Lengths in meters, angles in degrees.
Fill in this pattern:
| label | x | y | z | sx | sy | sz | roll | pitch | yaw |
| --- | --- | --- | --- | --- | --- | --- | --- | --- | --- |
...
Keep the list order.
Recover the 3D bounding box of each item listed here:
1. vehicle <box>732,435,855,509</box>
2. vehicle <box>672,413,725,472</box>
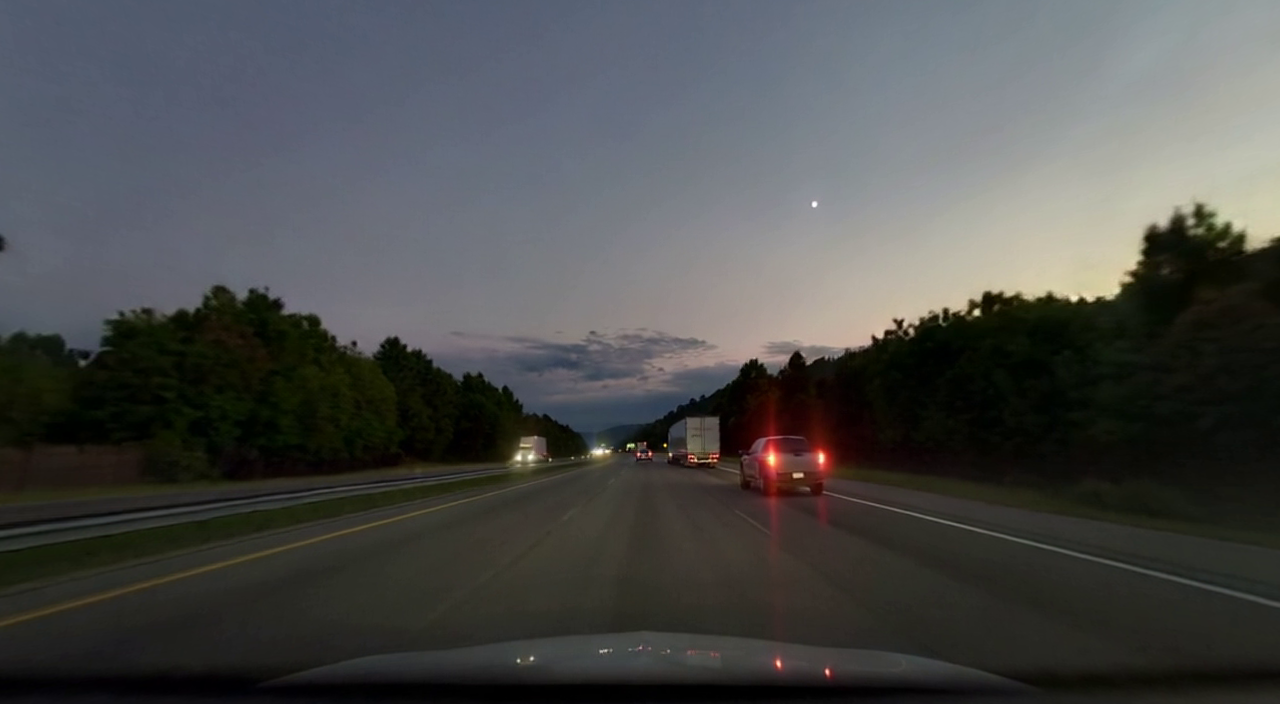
| label | x | y | z | sx | sy | sz | roll | pitch | yaw |
| --- | --- | --- | --- | --- | --- | --- | --- | --- | --- |
| vehicle | 3.791 | 3.038 | 16.393 | 2.096 | 1.653 | 4.185 | 0 | -9 | 0 |
| vehicle | 4.318 | 7.045 | 48.608 | 3.117 | 3.971 | 10.593 | 0 | -9 | 0 |
